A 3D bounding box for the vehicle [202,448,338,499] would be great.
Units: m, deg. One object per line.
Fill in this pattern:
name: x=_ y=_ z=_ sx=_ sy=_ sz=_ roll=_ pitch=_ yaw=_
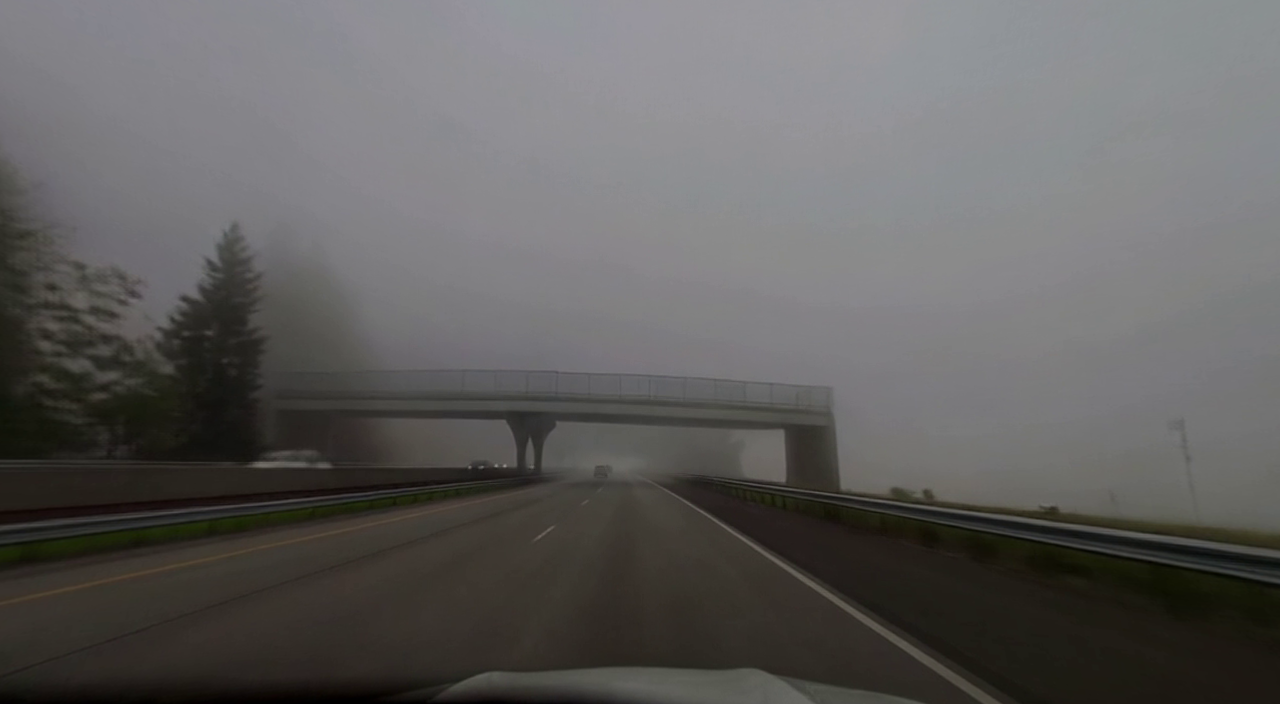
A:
vehicle: x=-13.028 y=4.339 z=22.580 sx=2.113 sy=1.597 sz=4.475 roll=1 pitch=-11 yaw=0
